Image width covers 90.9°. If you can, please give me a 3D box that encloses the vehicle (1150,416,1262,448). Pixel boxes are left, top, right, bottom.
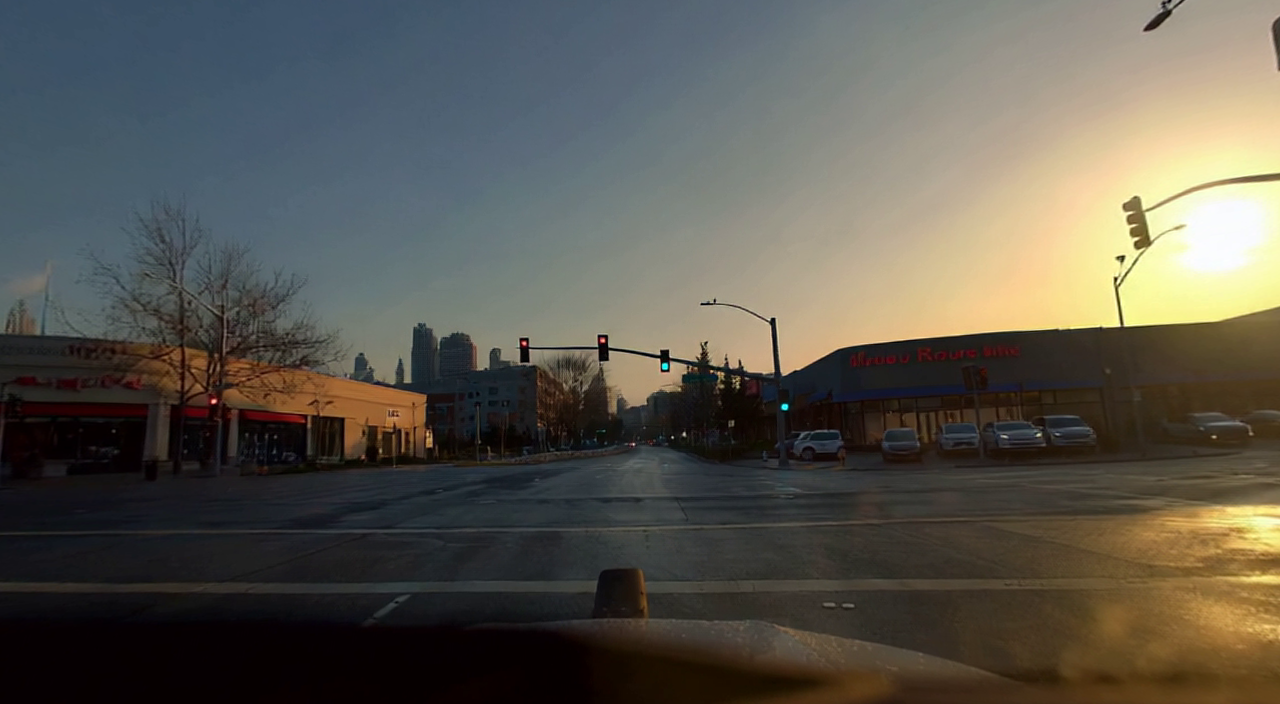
[{"bbox_3d":[28.278,4.067,31.712,1.799,1.459,4.266,-1,-8,3],"label":"vehicle"}]
